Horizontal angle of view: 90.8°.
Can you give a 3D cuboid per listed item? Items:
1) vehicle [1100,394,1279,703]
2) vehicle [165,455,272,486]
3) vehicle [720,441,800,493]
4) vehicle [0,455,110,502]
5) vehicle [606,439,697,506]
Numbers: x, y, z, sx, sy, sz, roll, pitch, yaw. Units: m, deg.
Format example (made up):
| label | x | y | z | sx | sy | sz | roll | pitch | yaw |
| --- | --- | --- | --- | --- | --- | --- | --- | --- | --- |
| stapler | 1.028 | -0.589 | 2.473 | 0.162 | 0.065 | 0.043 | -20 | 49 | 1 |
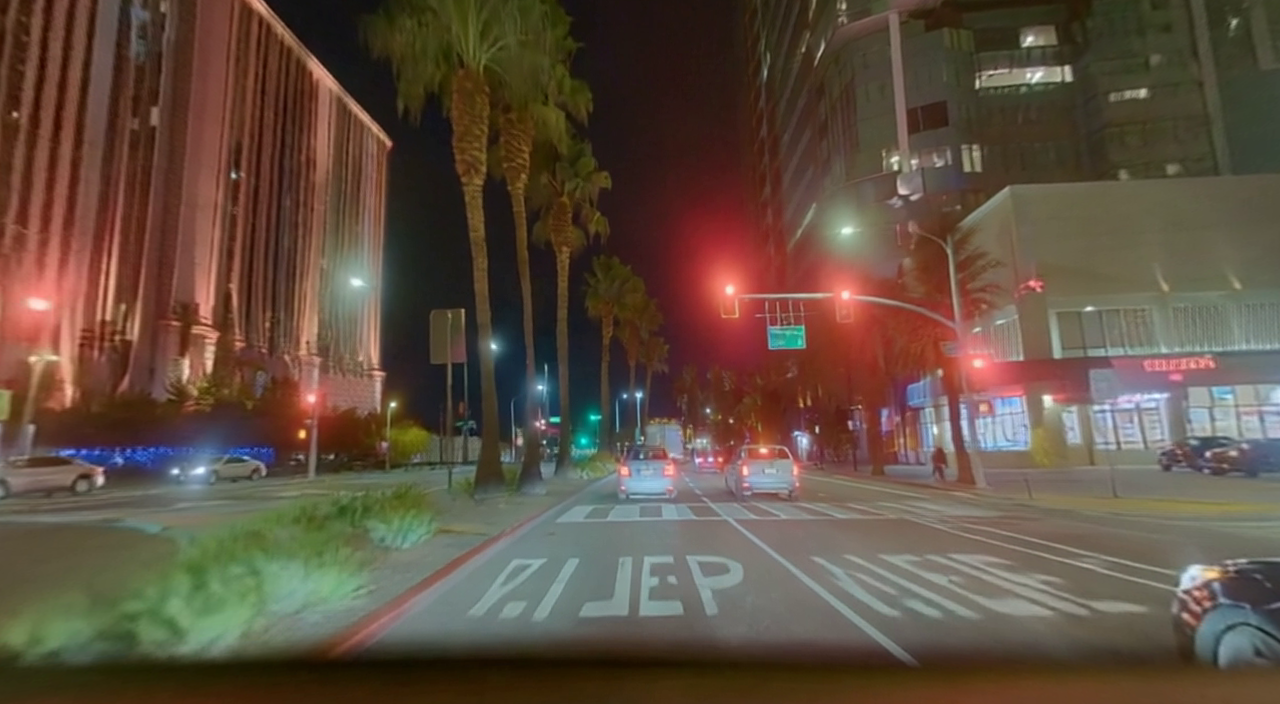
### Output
| label | x | y | z | sx | sy | sz | roll | pitch | yaw |
| --- | --- | --- | --- | --- | --- | --- | --- | --- | --- |
| vehicle | 3.519 | 0.723 | 1.239 | 1.920 | 1.490 | 4.417 | 0 | -9 | 1 |
| vehicle | -22.163 | 6.223 | 33.472 | 1.809 | 1.472 | 4.601 | -2 | -9 | 13 |
| vehicle | 3.742 | 3.633 | 20.328 | 1.909 | 1.500 | 3.524 | 0 | -9 | 1 |
| vehicle | -21.613 | 4.348 | 21.935 | 1.844 | 1.478 | 4.618 | -2 | -9 | 13 |
| vehicle | 0.299 | 3.009 | 16.181 | 2.048 | 1.503 | 3.681 | 0 | -9 | 1 |
